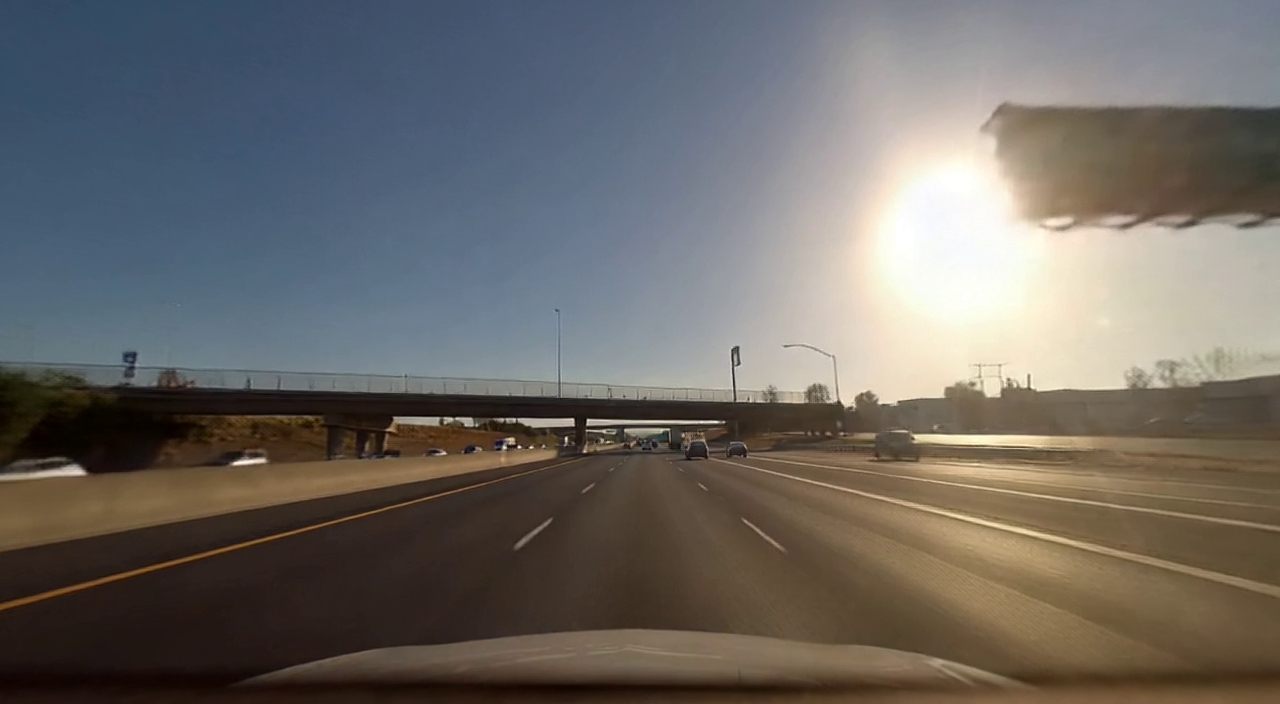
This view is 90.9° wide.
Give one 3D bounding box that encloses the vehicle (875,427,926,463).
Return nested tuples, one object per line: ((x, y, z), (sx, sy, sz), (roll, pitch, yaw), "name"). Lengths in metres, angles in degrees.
((20.412, 7.314, 49.608), (2.233, 2.695, 3.871), (0, -8, -2), "vehicle")

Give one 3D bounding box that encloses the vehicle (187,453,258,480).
((-27.961, 7.638, 42.367), (1.868, 1.609, 4.177), (0, -8, 0), "vehicle")
